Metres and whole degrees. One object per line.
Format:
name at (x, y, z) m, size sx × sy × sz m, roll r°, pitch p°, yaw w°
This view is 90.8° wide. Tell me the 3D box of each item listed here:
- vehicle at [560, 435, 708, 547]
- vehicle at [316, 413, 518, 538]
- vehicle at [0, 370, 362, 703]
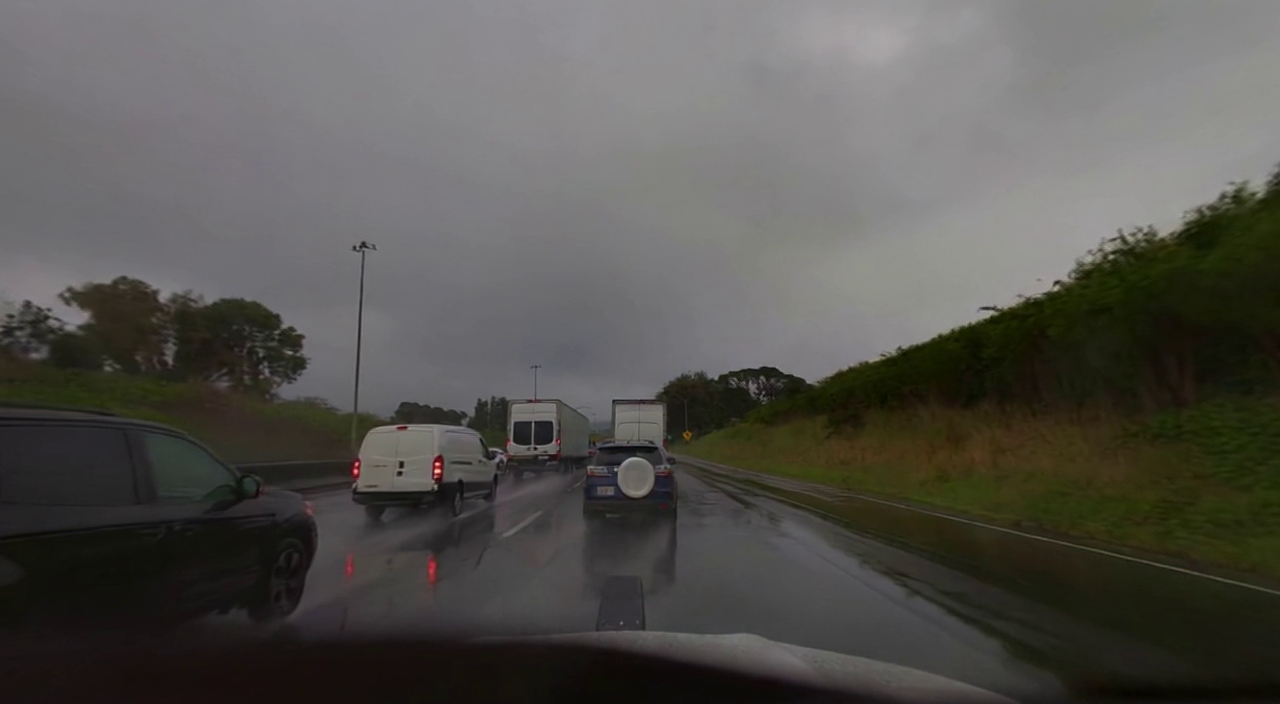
vehicle at (-0.080, 2.155, 10.314) m, size 1.995 × 1.495 × 3.380 m, roll 0°, pitch -9°, yaw 0°
vehicle at (-3.937, 2.289, 12.202) m, size 2.055 × 1.913 × 4.584 m, roll -1°, pitch -9°, yaw 2°
vehicle at (-3.660, 1.088, 3.699) m, size 2.029 × 1.656 × 4.437 m, roll 0°, pitch -9°, yaw 0°
